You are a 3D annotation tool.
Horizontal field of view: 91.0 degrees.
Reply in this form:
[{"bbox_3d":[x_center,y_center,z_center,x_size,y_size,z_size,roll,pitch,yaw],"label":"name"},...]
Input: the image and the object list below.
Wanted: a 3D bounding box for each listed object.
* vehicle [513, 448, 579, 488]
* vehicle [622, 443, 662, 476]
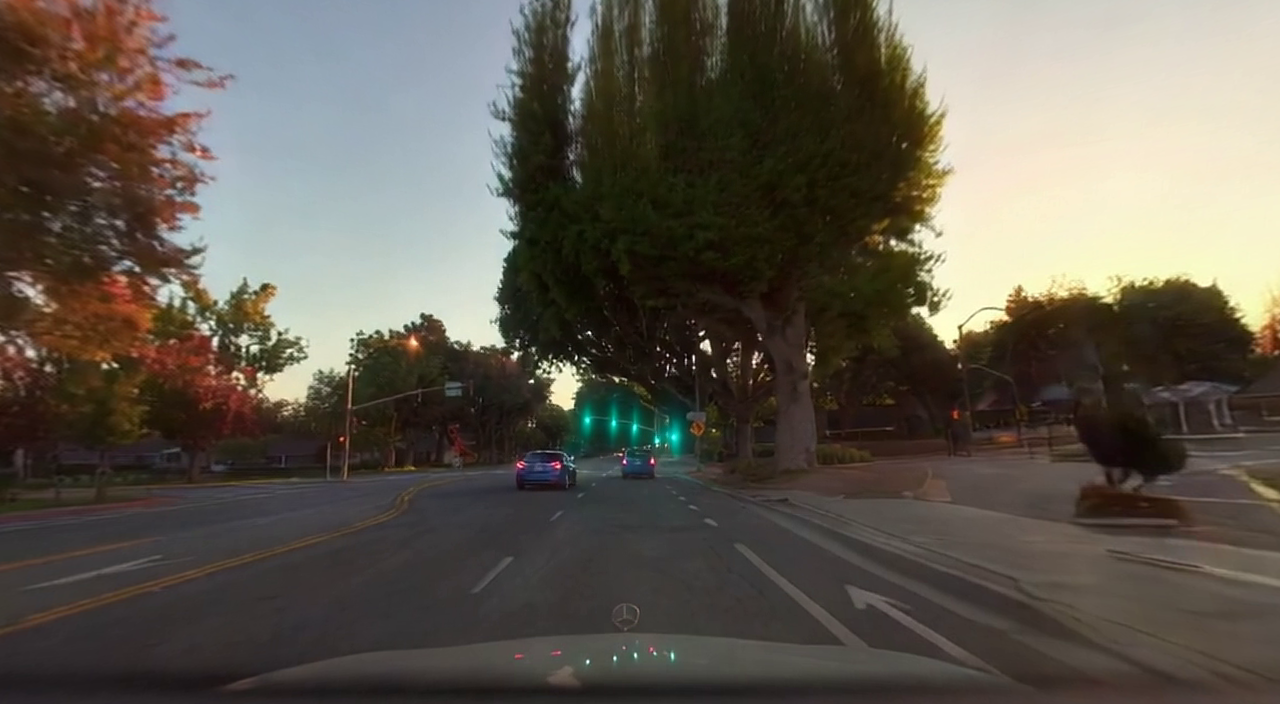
[{"bbox_3d":[-3.732,4.652,25.655,2.036,1.447,4.044,0,-8,0],"label":"vehicle"},{"bbox_3d":[0.029,6.262,37.076,2.215,1.799,4.426,0,-8,-1],"label":"vehicle"}]
